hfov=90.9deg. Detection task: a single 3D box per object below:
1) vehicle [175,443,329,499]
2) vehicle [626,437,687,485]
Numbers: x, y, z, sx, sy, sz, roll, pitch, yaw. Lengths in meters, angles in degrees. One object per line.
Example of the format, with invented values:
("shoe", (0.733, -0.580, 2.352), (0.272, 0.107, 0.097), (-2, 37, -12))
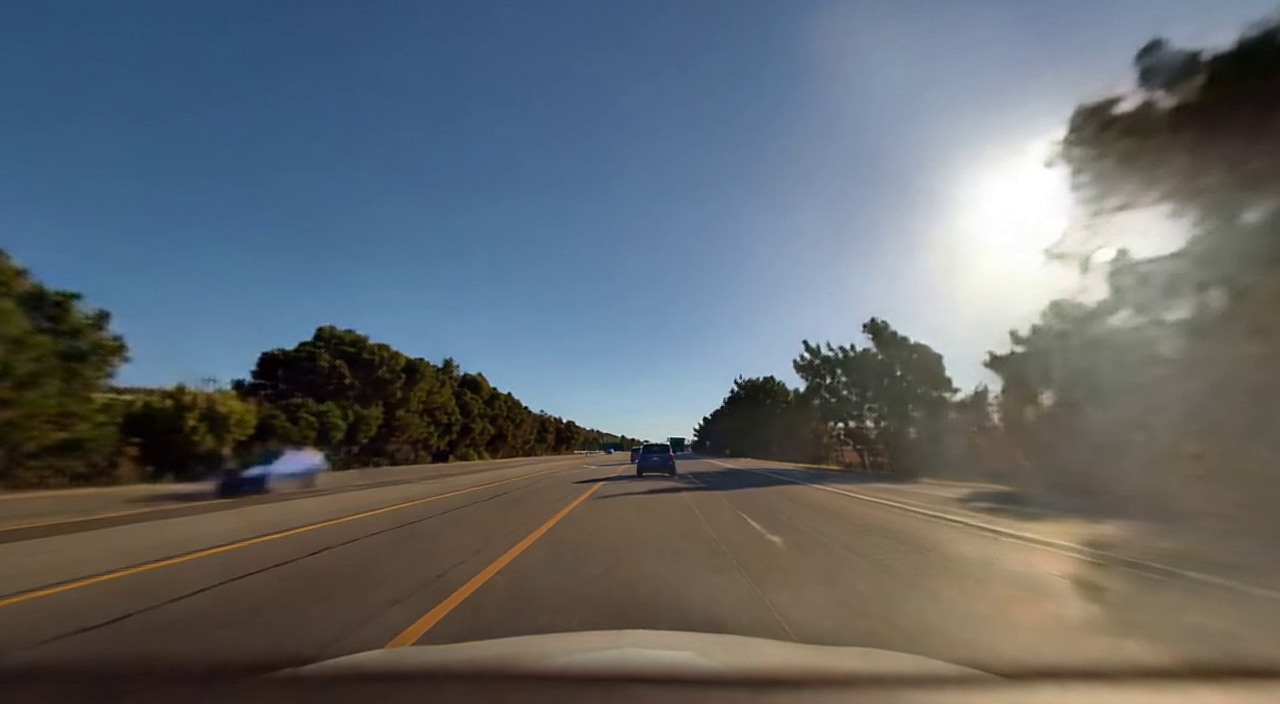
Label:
("vehicle", (-11.512, 3.533, 19.111), (1.995, 1.478, 4.157), (0, -9, 1))
("vehicle", (0.617, 4.265, 24.794), (2.190, 1.706, 4.062), (0, -9, 1))
